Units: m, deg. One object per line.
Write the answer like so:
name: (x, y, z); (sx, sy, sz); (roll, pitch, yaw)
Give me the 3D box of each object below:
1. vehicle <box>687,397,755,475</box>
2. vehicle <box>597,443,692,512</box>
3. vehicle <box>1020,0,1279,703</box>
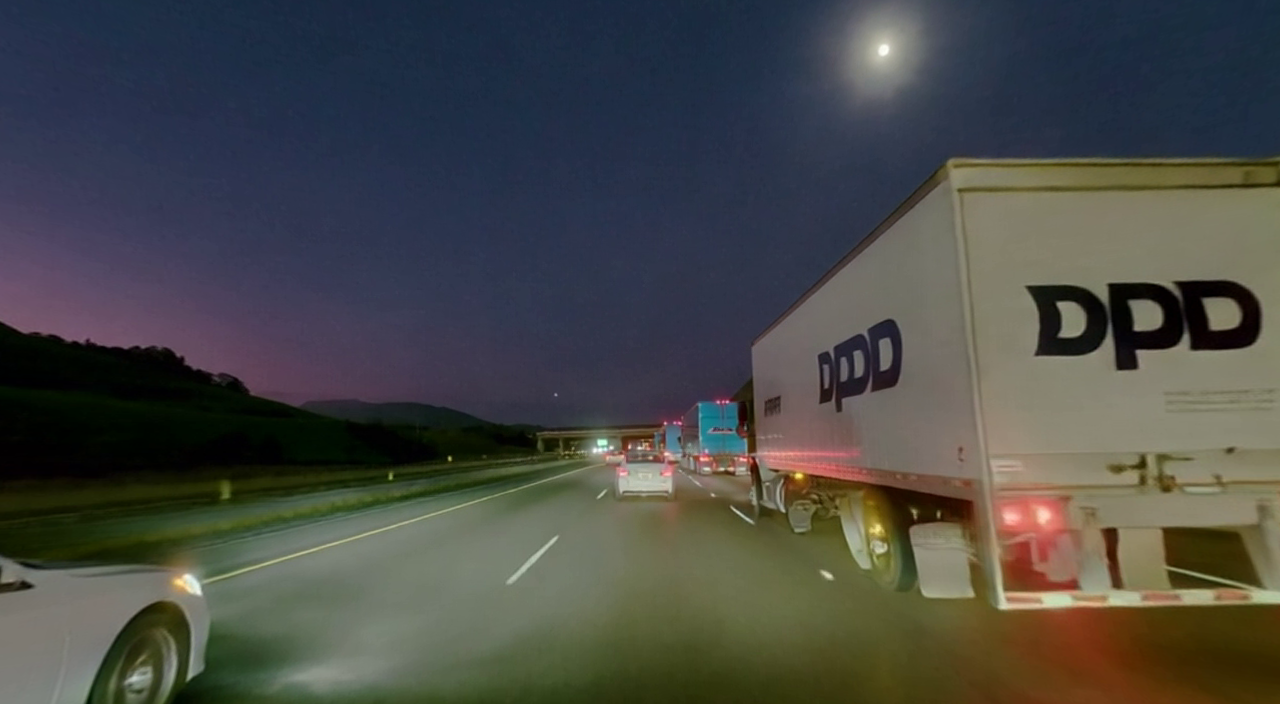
vehicle: (4.522, 5.068, 37.305); (2.801, 4.039, 8.684); (0, -9, 0)
vehicle: (0.101, 2.980, 15.396); (2.029, 1.437, 3.794); (0, -9, 0)
vehicle: (4.120, -0.509, 0.140); (2.802, 3.956, 8.291); (0, -9, 0)
